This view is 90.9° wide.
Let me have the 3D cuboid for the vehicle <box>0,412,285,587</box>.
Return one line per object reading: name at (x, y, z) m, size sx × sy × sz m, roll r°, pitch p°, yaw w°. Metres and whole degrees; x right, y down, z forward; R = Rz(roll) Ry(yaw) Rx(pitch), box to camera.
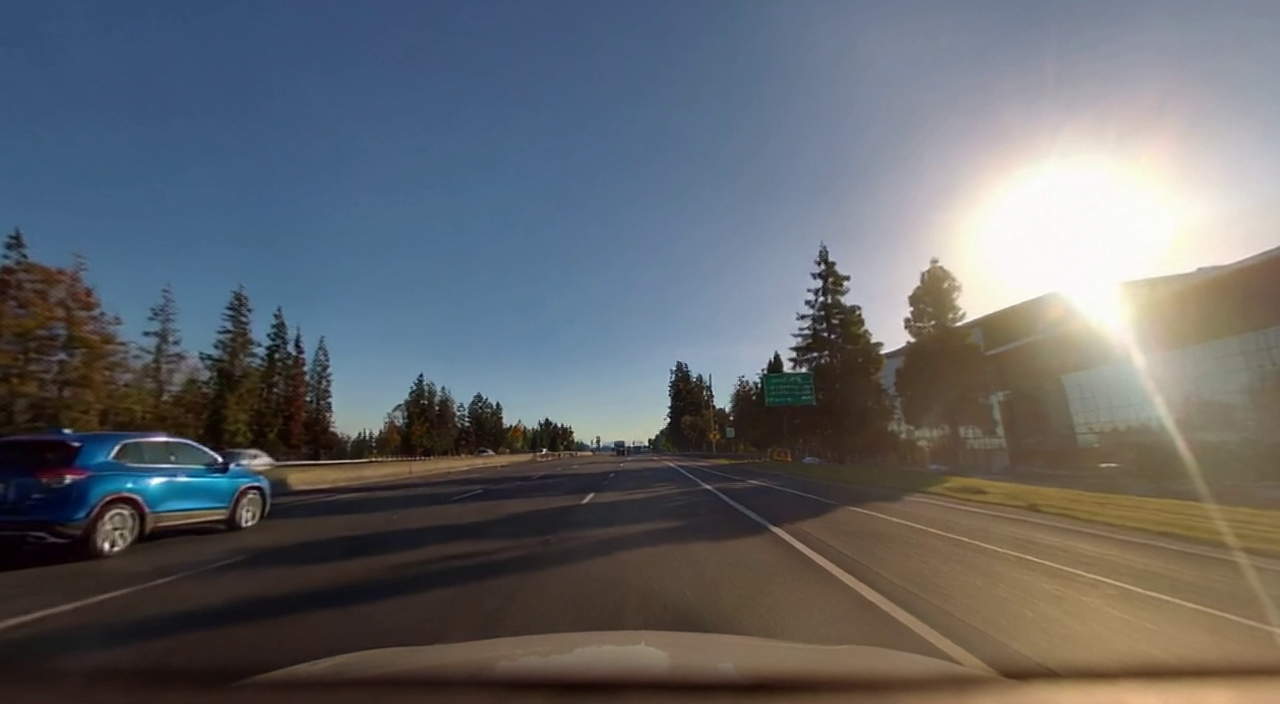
vehicle at (-7.312, 1.793, 8.609) m, size 2.148 × 1.709 × 4.678 m, roll 0°, pitch -8°, yaw 1°
